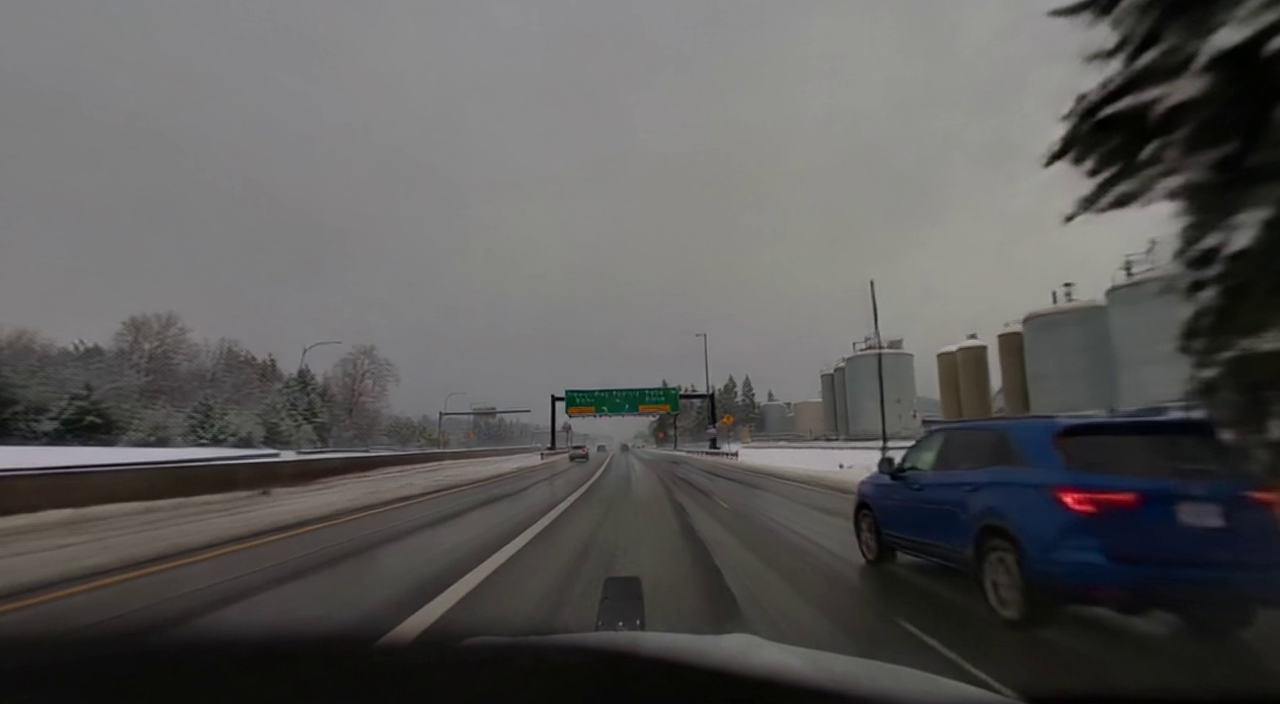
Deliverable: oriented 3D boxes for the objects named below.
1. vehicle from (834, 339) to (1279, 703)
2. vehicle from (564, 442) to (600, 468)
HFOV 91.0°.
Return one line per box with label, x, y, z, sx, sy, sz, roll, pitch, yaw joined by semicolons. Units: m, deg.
vehicle;3.582;1.204;5.326;2.296;1.790;5.067;-1;-9;1
vehicle;-3.801;6.826;41.827;2.012;1.571;4.232;-1;-9;0
